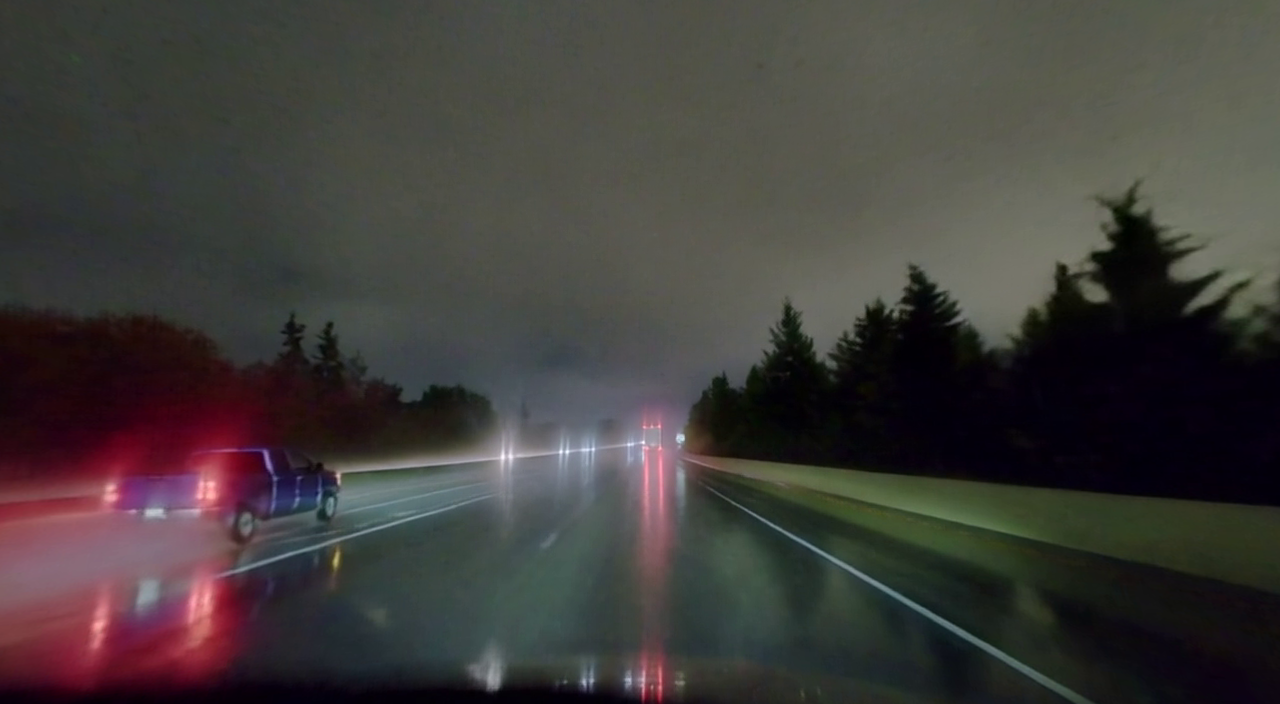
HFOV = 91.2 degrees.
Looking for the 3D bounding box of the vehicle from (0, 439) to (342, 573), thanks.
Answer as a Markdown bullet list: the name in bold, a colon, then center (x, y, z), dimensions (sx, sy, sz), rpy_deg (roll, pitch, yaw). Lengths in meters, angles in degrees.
- **vehicle**: center (-6.583, 2.133, 9.518), dimensions (1.956, 1.538, 4.318), rpy_deg (0, -9, 0)
